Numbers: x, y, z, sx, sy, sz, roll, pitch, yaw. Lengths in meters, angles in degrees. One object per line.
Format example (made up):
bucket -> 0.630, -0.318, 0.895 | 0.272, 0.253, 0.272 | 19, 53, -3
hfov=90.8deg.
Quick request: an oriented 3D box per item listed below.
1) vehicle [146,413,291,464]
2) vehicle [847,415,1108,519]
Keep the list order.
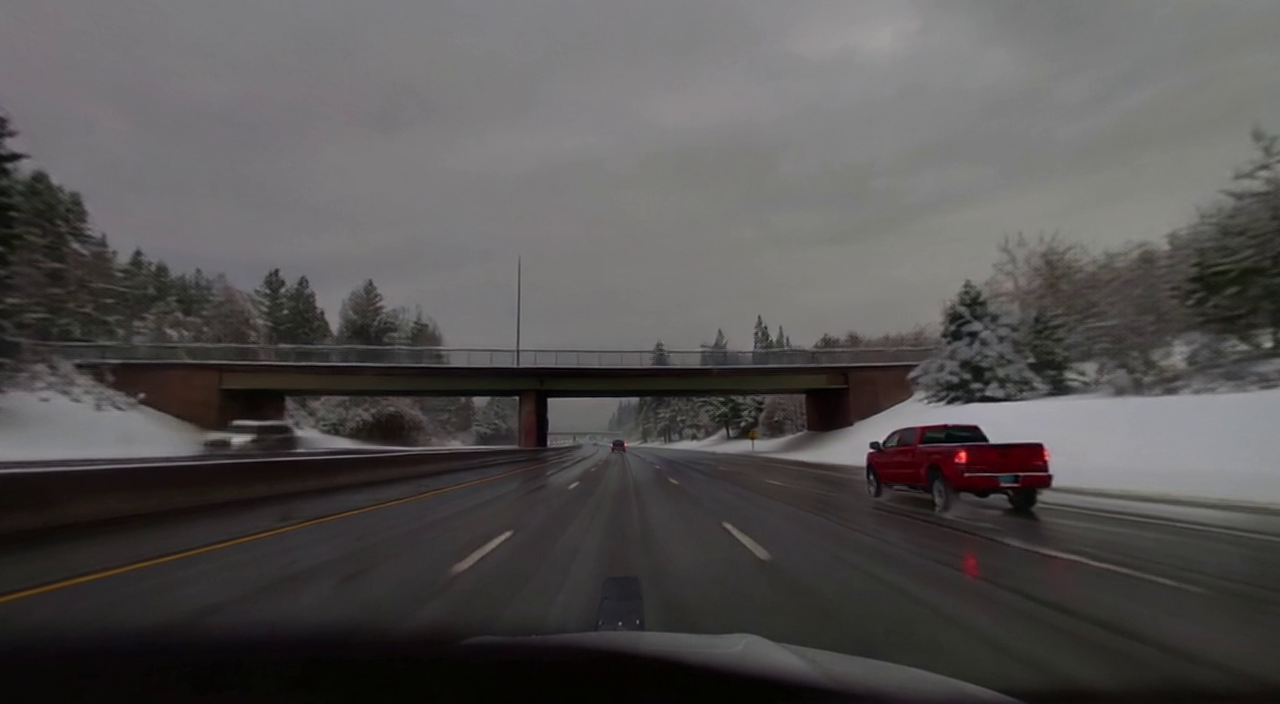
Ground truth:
vehicle -> -16.250, 3.415, 24.812 | 2.329, 1.768, 4.989 | 0, -8, -2
vehicle -> 6.973, 2.481, 14.265 | 2.395, 1.819, 6.086 | 0, -9, -2
